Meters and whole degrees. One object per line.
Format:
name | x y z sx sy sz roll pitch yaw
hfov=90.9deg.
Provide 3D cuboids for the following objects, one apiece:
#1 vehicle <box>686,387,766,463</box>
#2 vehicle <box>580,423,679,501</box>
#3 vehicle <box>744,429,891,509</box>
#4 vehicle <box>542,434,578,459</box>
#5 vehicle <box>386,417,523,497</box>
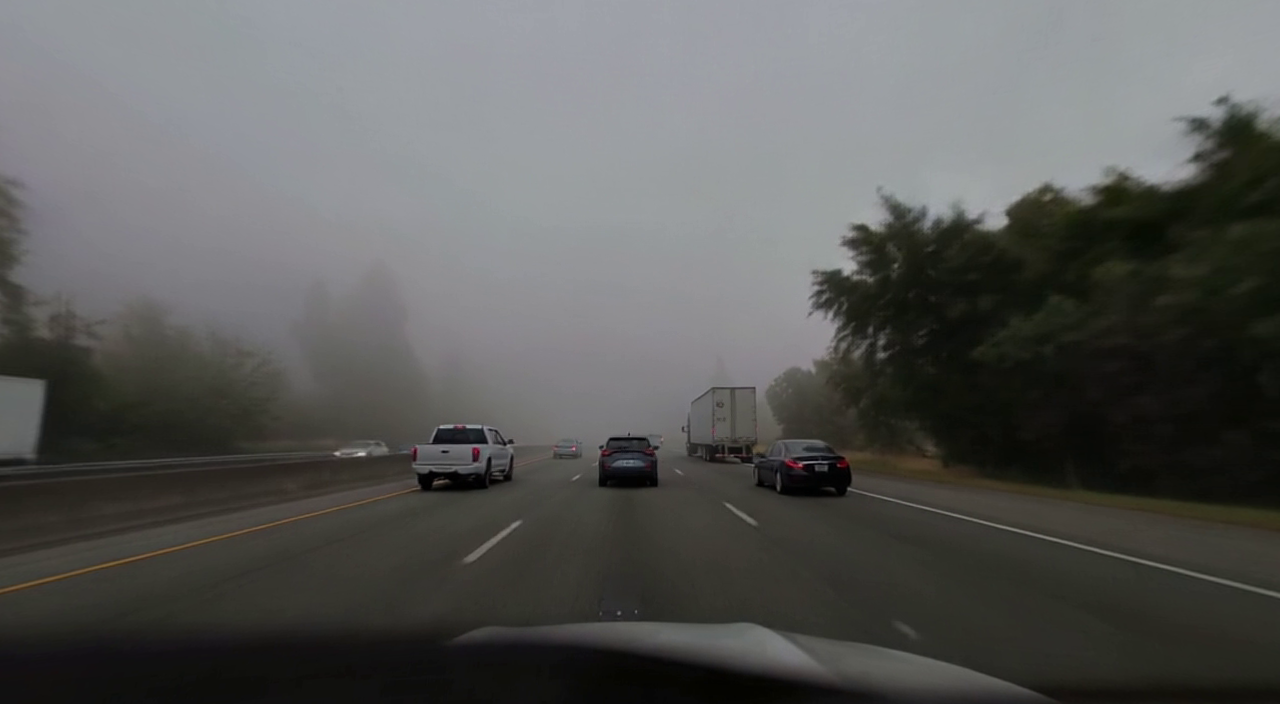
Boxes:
vehicle | 5.174 4.910 41.281 2.888 4.135 14.071 0 -8 -2
vehicle | -0.249 2.584 15.245 2.083 1.647 3.799 0 -8 -1
vehicle | 3.672 2.472 13.850 1.951 1.477 3.963 0 -8 -2
vehicle | -5.476 6.478 43.465 1.971 1.648 3.983 0 -8 -1
vehicle | -4.546 2.649 16.347 2.101 1.767 4.702 0 -8 0
